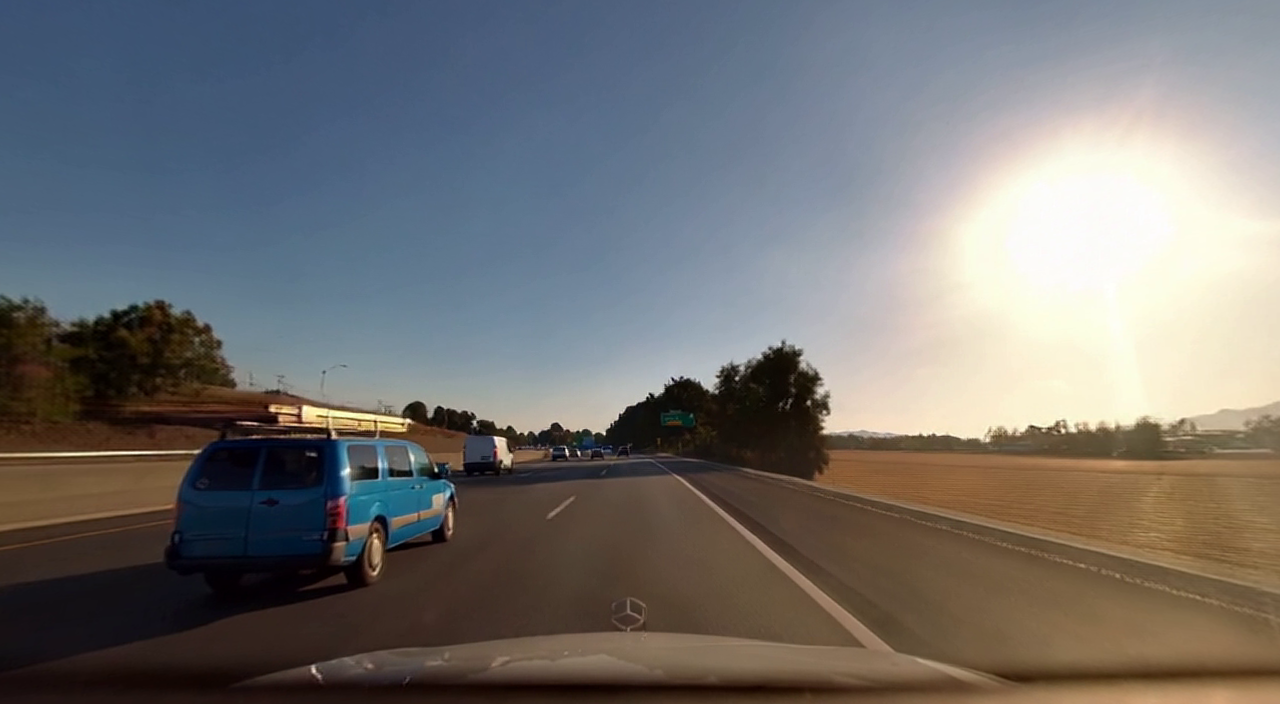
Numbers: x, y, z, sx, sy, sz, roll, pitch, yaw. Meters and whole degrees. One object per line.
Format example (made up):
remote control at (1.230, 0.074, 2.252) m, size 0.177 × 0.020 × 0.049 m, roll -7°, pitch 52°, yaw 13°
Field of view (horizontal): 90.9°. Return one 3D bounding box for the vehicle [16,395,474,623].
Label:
vehicle at (-3.587, 1.532, 7.183) m, size 2.040 × 1.679 × 4.865 m, roll 0°, pitch -9°, yaw 0°

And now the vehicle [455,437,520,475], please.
vehicle at (-7.499, 5.157, 31.509) m, size 2.093 × 1.752 × 4.771 m, roll 0°, pitch -9°, yaw 0°
